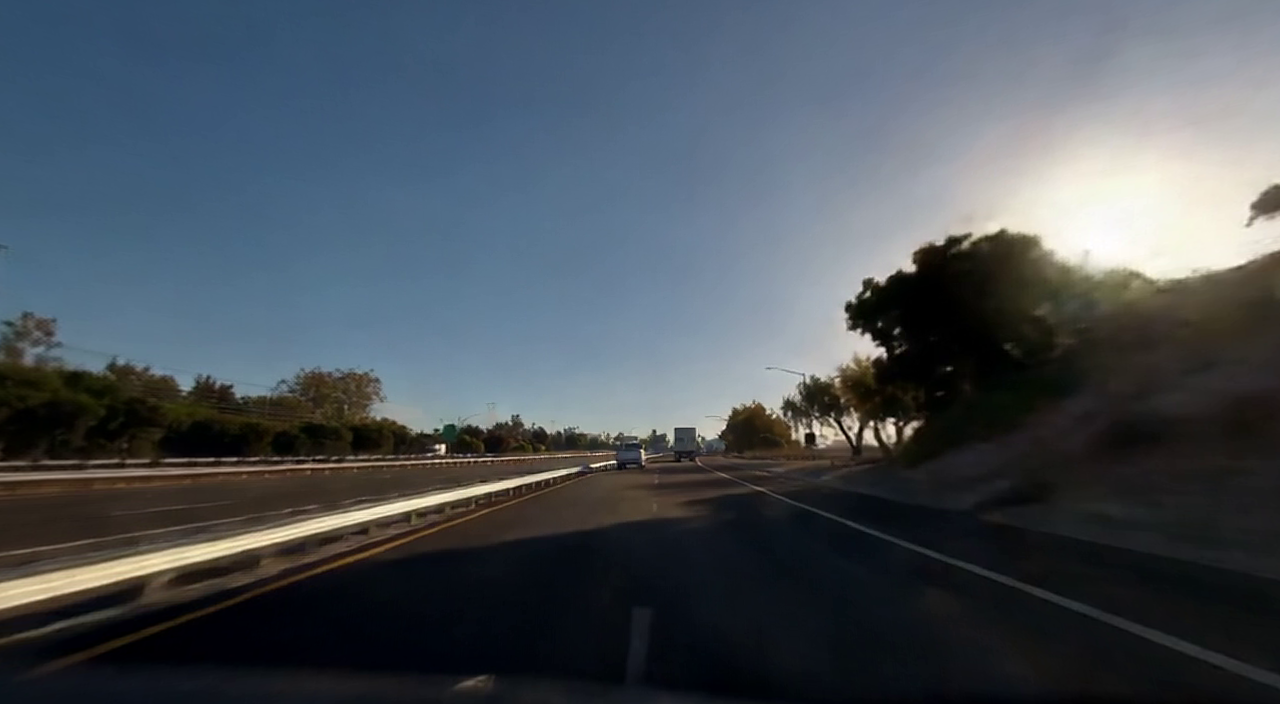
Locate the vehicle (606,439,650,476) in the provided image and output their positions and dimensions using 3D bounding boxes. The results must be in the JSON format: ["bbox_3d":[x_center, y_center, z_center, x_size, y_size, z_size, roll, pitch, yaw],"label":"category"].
[{"bbox_3d":[-0.627,6.350,37.945,2.271,2.049,4.894,-1,-9,3],"label":"vehicle"}]
